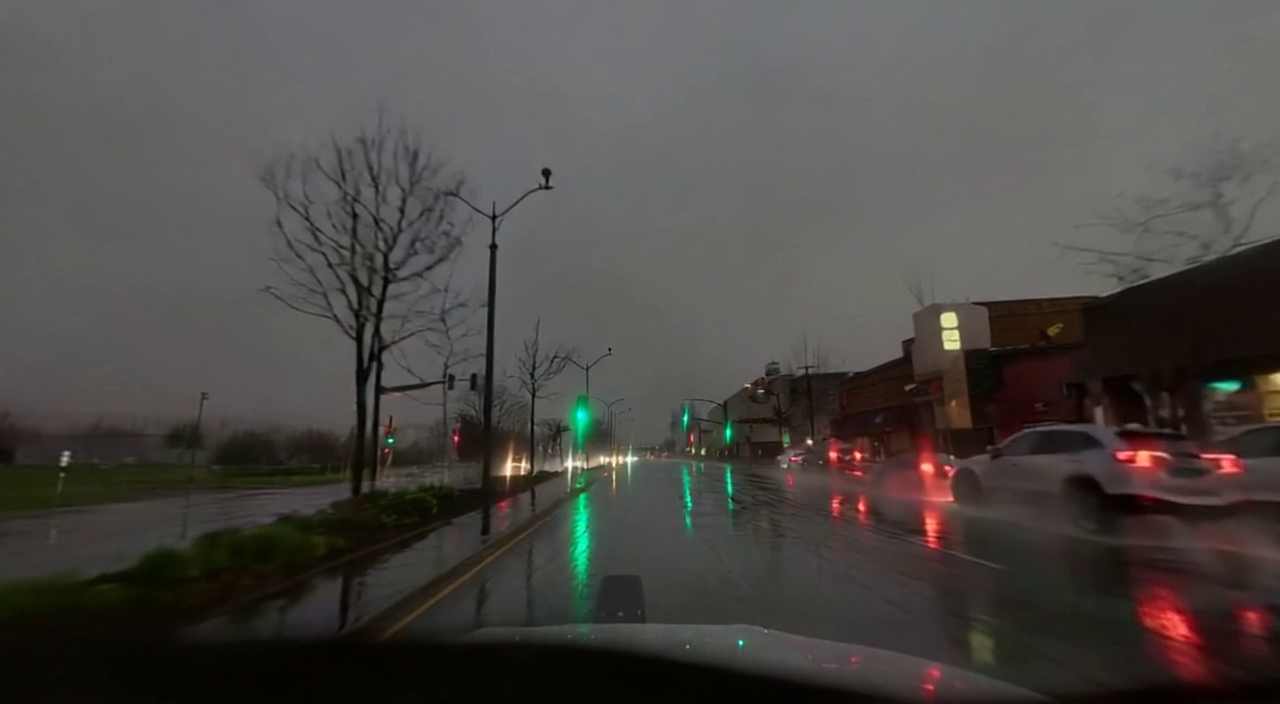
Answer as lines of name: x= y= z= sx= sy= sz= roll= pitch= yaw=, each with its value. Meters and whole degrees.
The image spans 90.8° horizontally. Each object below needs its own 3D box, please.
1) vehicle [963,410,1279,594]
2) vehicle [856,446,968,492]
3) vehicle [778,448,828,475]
vehicle: x=10.229 y=2.015 z=10.389 sx=6.229 sy=2.004 sz=6.552 roll=-2 pitch=-7 yaw=-2
vehicle: x=9.852 y=4.226 z=23.337 sx=1.944 sy=1.499 sz=4.698 roll=0 pitch=-9 yaw=-1
vehicle: x=9.558 y=6.425 z=37.361 sx=1.844 sy=1.449 sz=4.149 roll=0 pitch=-9 yaw=0
